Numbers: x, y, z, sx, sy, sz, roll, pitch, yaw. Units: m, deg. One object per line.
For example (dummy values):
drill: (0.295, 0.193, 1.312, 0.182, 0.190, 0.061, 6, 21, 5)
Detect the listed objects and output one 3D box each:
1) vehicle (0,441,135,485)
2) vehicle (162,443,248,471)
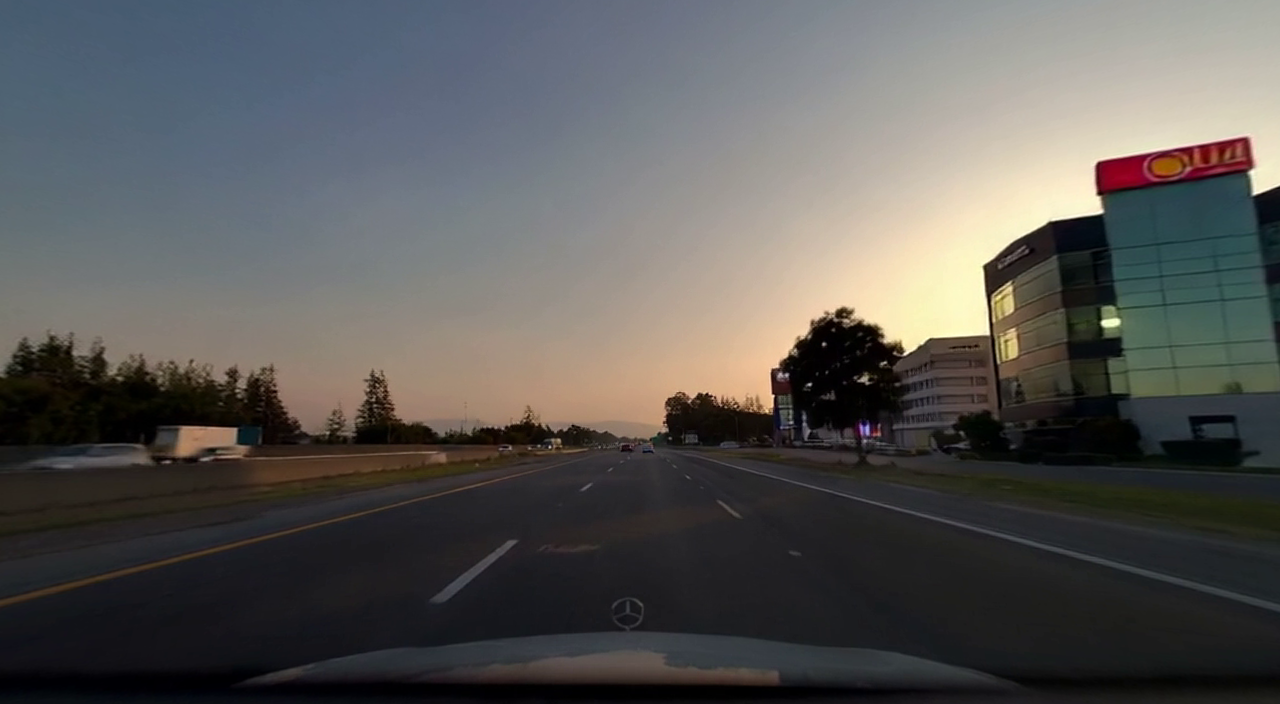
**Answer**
vehicle: (-23.497, 4.447, 25.660, 1.930, 1.633, 4.669, 0, -8, 1)
vehicle: (-27.367, 6.601, 39.906, 2.027, 1.672, 4.667, 0, -8, 1)
